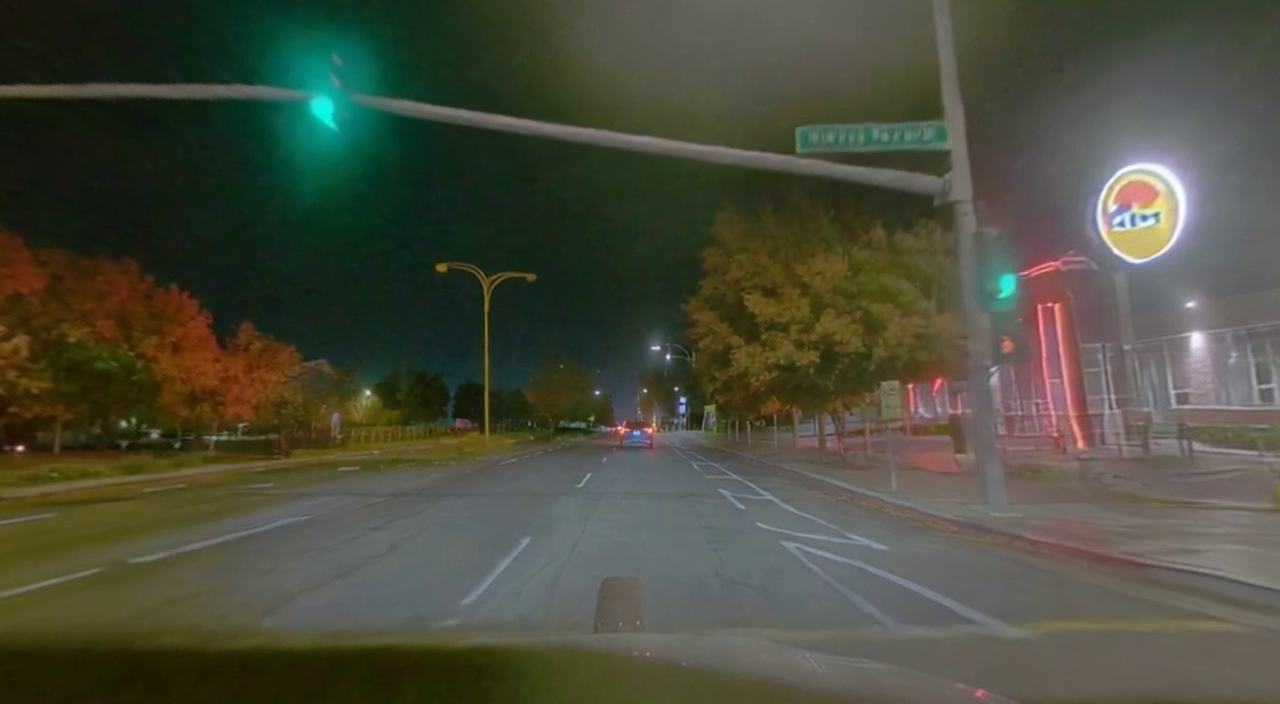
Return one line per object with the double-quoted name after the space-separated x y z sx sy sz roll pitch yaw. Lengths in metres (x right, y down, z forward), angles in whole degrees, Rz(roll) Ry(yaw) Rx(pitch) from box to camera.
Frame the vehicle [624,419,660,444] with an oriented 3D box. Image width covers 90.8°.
0.097 4.986 39.246 2.115 1.461 3.976 0 -8 -1 "vehicle"
